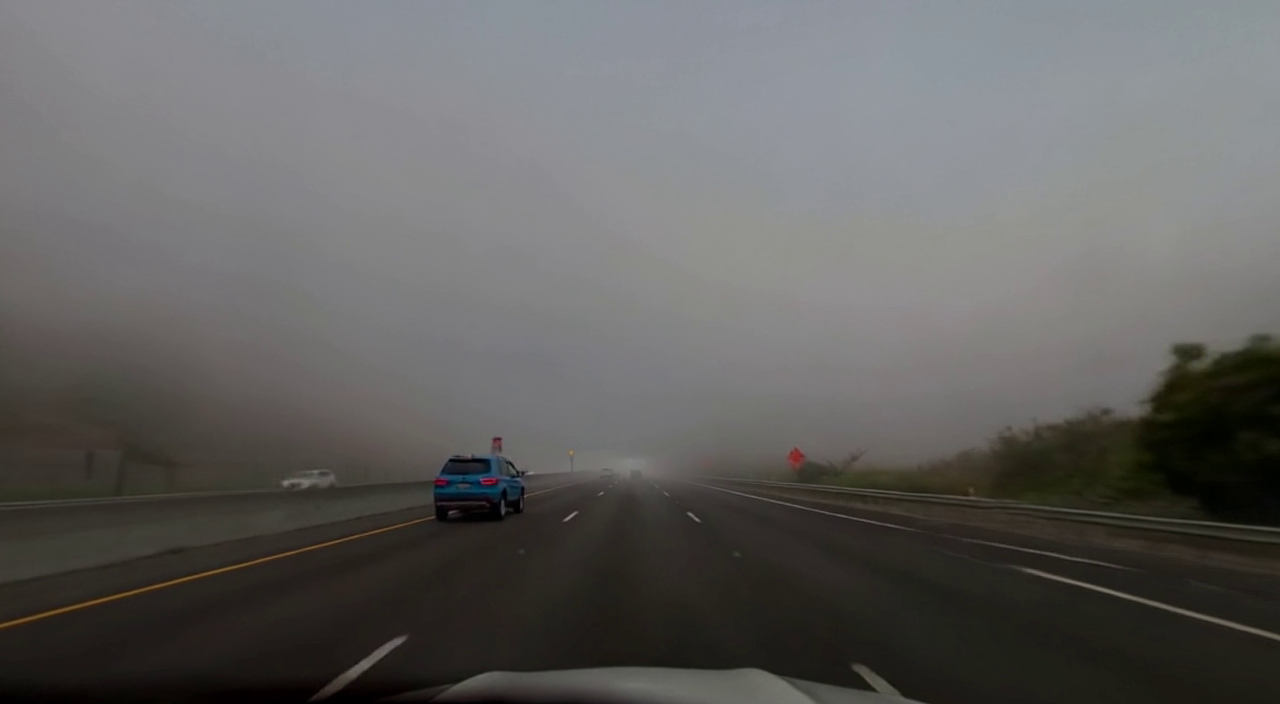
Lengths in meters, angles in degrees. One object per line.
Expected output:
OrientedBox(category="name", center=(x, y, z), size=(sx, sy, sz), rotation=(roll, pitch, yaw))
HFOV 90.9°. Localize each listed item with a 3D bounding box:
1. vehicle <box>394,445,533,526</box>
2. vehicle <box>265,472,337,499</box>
OrientedBox(category="vehicle", center=(-4.322, 3.407, 16.428), size=(2.178, 1.736, 4.847), rotation=(1, -10, 0))
OrientedBox(category="vehicle", center=(-20.492, 8.068, 38.282), size=(2.001, 1.506, 4.156), rotation=(1, -10, 1))
